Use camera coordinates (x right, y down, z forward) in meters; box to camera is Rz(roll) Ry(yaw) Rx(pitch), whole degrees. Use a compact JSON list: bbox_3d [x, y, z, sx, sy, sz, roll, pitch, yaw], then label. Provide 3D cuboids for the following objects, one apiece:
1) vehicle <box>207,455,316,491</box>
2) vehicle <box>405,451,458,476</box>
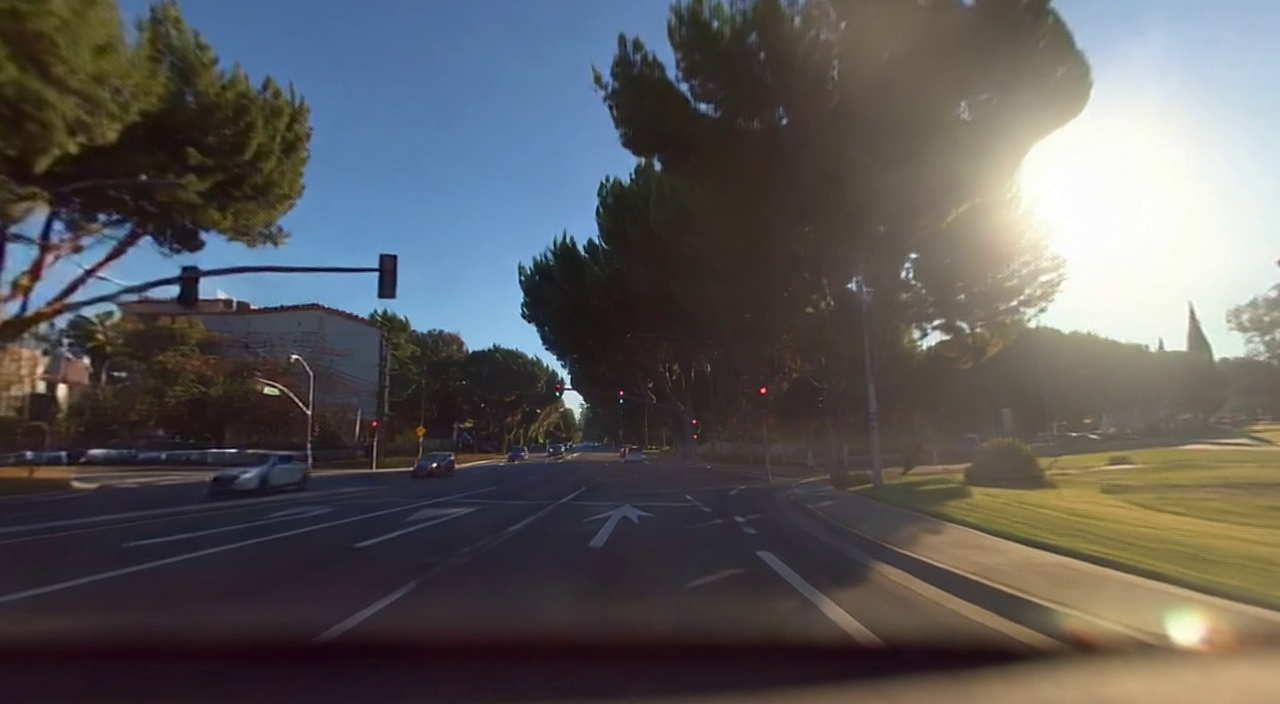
[{"bbox_3d":[-16.218,5.186,27.384,1.818,1.384,4.874,0,-9,-1],"label":"vehicle"},{"bbox_3d":[-13.400,7.178,40.832,1.969,1.500,4.417,0,-9,-1],"label":"vehicle"}]
